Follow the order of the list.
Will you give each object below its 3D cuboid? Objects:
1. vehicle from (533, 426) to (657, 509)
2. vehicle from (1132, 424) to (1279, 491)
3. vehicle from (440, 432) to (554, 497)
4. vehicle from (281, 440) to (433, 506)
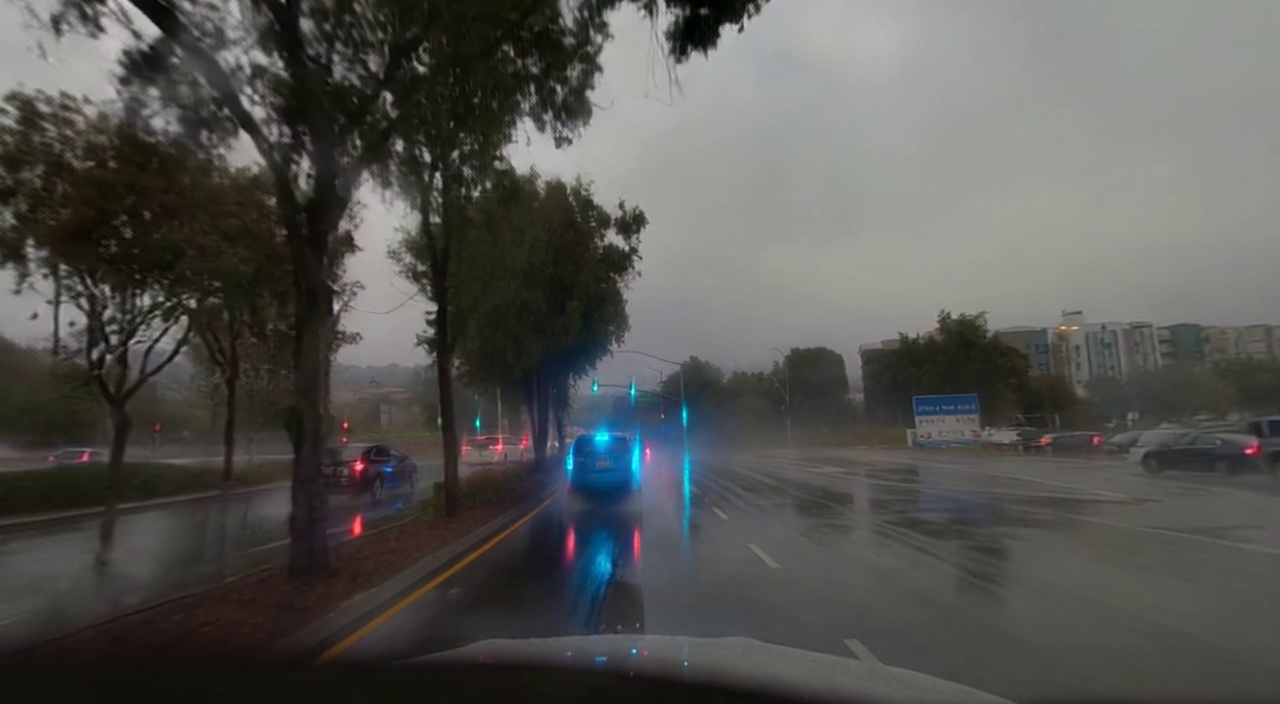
[{"bbox_3d":[-0.823,2.416,13.698,2.231,1.481,4.489,0,-8,0],"label":"vehicle"},{"bbox_3d":[14.774,2.561,15.635,4.605,1.430,2.086,4,-9,-25],"label":"vehicle"},{"bbox_3d":[-3.590,2.919,16.769,1.920,1.480,4.549,0,-8,1],"label":"vehicle"},{"bbox_3d":[-7.052,3.036,16.350,1.852,1.458,4.422,0,-8,1],"label":"vehicle"}]
